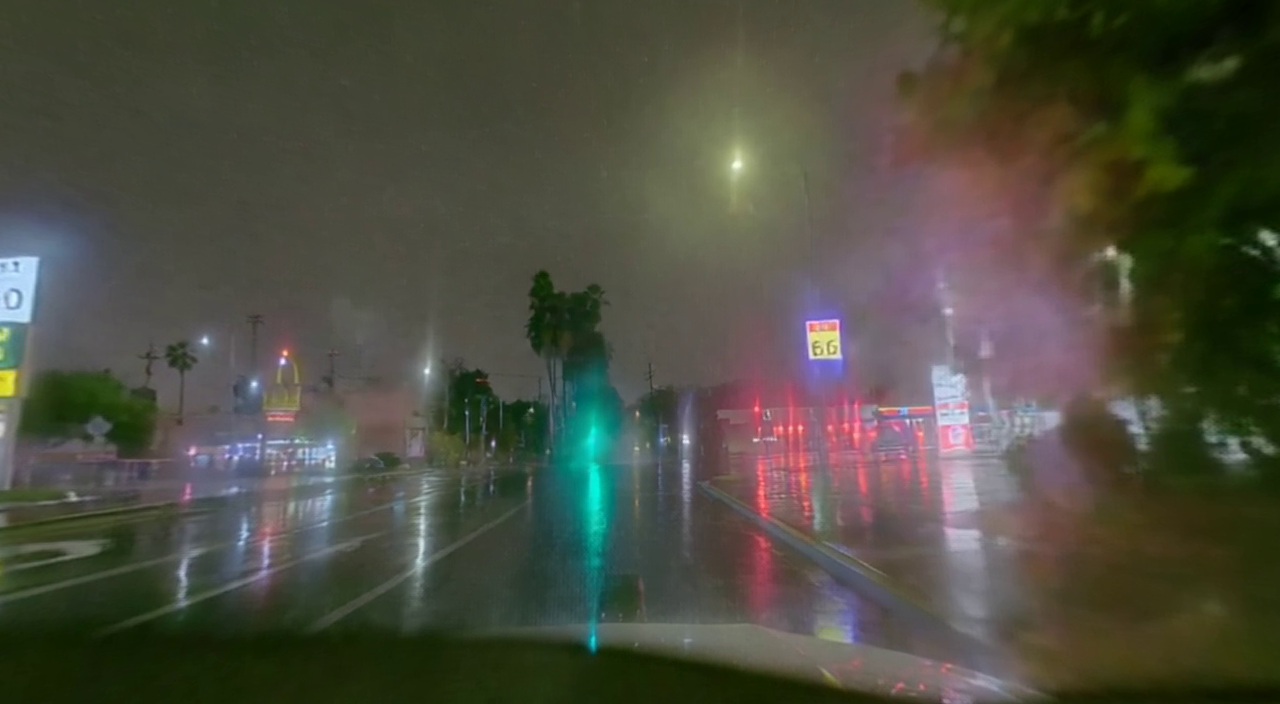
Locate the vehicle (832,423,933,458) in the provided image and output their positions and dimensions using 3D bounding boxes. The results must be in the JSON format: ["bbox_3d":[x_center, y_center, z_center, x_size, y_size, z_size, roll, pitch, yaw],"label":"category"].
[{"bbox_3d":[13.160,4.840,34.369,4.640,1.800,2.026,0,-9,-2],"label":"vehicle"}]
